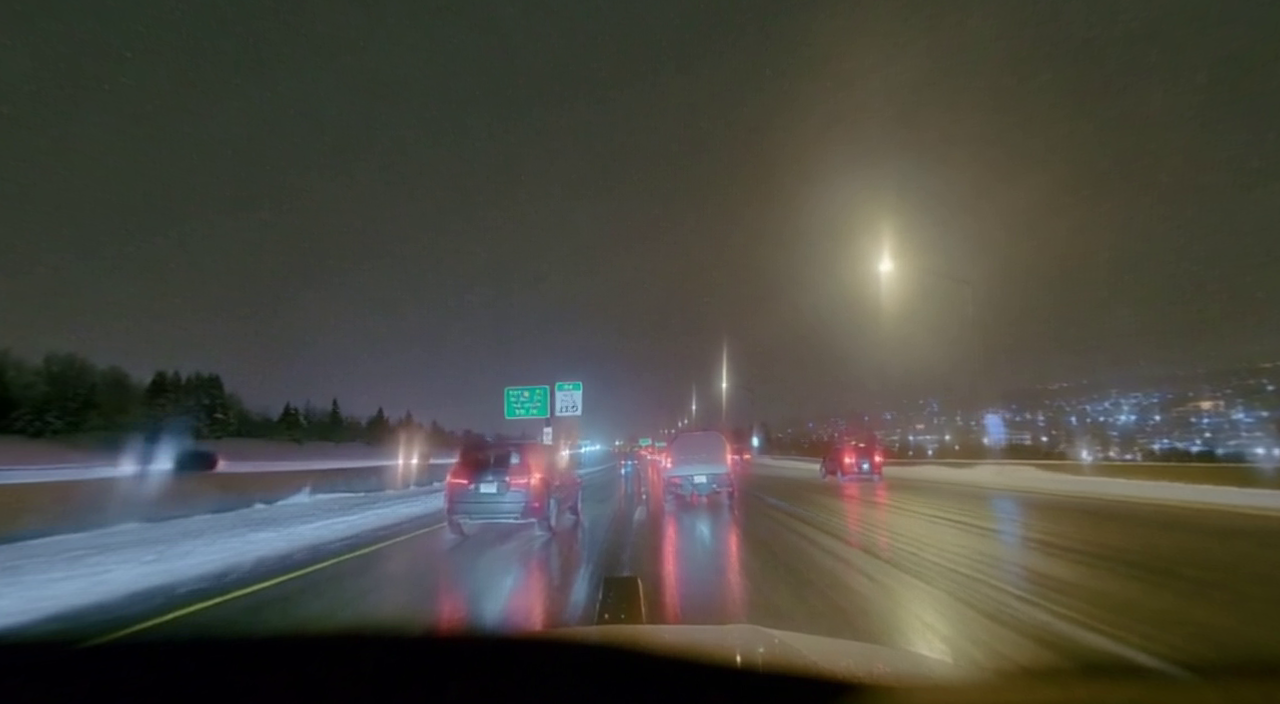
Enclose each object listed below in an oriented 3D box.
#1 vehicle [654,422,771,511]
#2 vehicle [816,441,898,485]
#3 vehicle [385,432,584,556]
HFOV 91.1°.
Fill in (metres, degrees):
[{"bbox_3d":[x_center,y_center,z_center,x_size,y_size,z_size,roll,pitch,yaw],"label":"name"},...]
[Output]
[{"bbox_3d":[1.772,3.130,17.728,2.732,2.065,5.826,-1,-9,1],"label":"vehicle"},{"bbox_3d":[9.593,4.933,28.205,2.133,1.770,4.537,0,-9,1],"label":"vehicle"},{"bbox_3d":[-2.274,2.221,10.537,2.099,1.640,4.134,-1,-9,3],"label":"vehicle"}]
